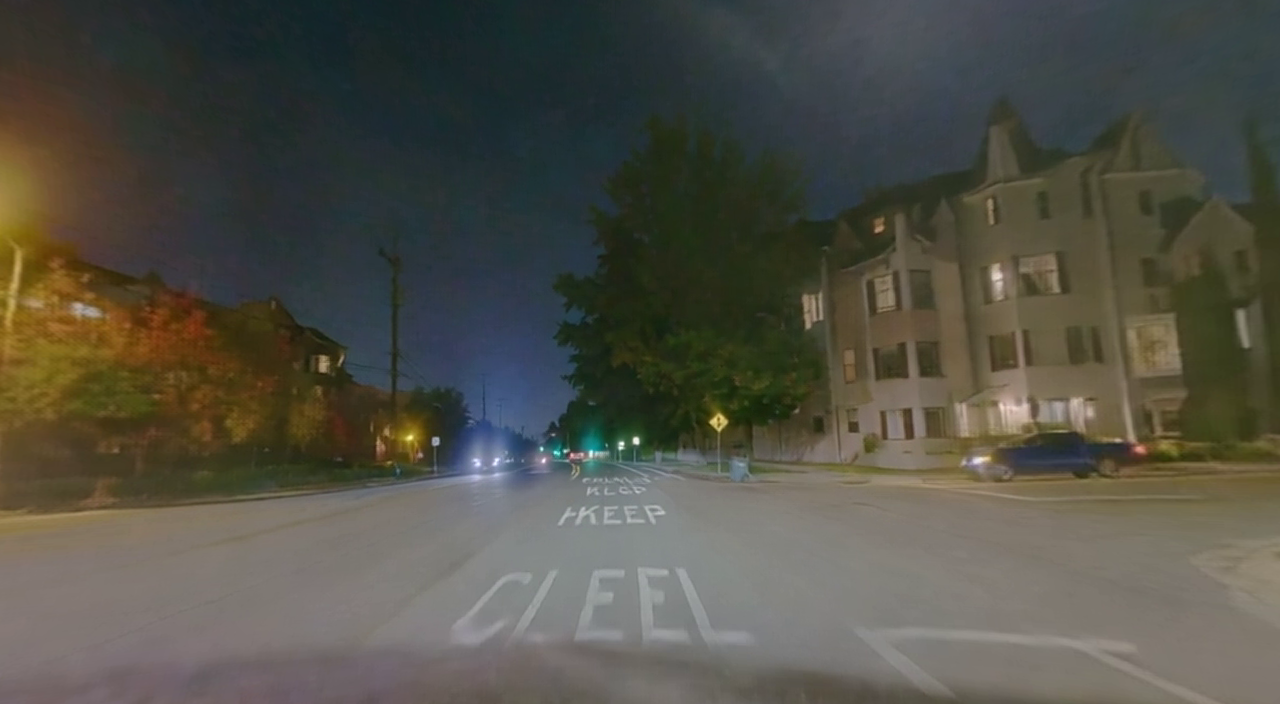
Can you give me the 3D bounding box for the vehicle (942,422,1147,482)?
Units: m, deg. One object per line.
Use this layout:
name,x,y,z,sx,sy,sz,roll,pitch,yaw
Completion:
vehicle,11.850,2.951,18.779,4.702,1.661,1.977,0,-8,0

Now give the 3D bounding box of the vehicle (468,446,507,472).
vehicle,-10.989,7.720,45.863,2.053,1.727,4.651,1,-8,-5
